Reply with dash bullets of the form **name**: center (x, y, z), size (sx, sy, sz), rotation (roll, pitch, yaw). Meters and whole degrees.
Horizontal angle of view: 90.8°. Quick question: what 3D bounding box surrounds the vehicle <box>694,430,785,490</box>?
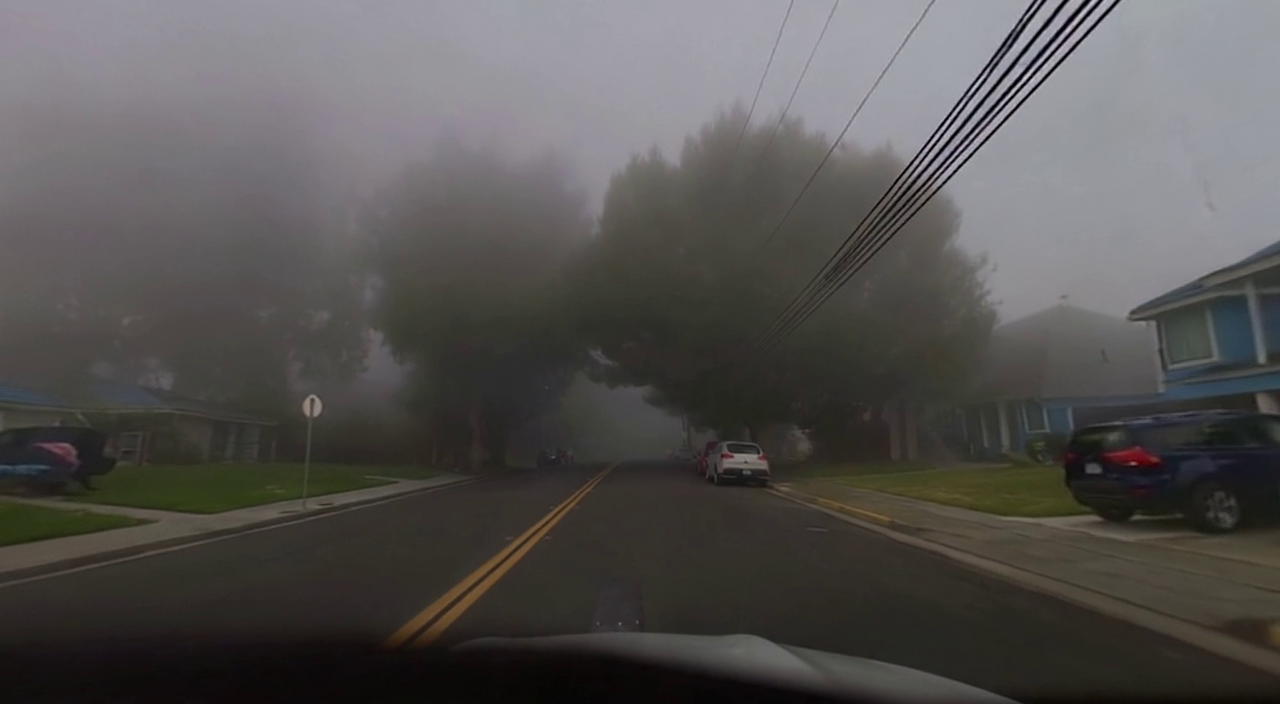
- **vehicle**: center (3.358, 3.797, 22.573), size (2.114, 1.858, 5.144), rotation (0, -8, -4)

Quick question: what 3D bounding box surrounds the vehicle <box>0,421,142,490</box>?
- **vehicle**: center (-18.174, 3.110, 19.125), size (2.034, 1.829, 5.161), rotation (0, -8, -2)

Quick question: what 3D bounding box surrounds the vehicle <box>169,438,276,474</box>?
- **vehicle**: center (-22.026, 5.497, 33.645), size (2.139, 1.746, 5.099), rotation (0, -8, 1)

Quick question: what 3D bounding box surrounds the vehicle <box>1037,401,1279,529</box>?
- **vehicle**: center (9.621, 1.723, 9.889), size (5.490, 1.774, 1.867), rotation (0, -8, 0)
